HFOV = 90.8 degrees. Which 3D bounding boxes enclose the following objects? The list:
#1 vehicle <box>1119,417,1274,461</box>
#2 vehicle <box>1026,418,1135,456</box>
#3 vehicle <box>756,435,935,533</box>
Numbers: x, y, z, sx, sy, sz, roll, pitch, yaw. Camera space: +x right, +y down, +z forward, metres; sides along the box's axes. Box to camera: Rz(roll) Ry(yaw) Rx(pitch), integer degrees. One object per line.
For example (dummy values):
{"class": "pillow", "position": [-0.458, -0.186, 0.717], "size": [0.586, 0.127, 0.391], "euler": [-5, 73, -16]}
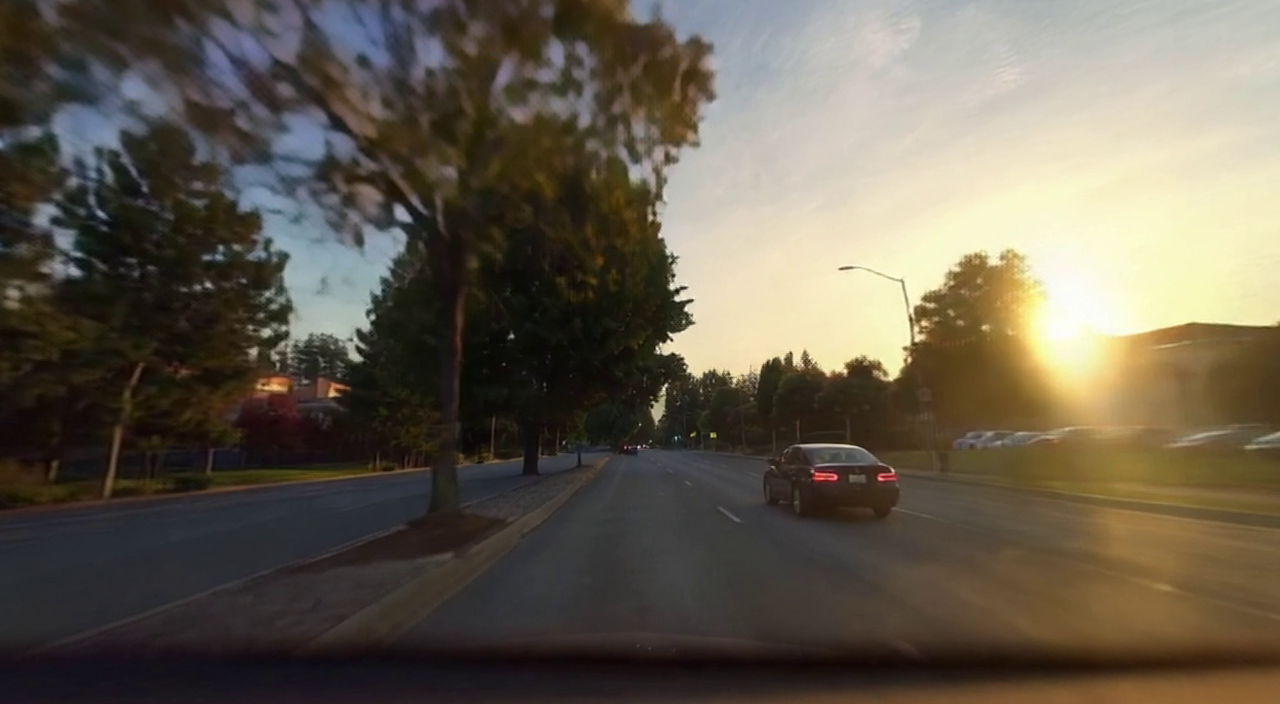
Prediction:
{"class": "vehicle", "position": [24.807, 3.927, 28.335], "size": [4.672, 1.810, 2.367], "euler": [0, -9, -1]}
{"class": "vehicle", "position": [25.683, 4.975, 36.951], "size": [4.733, 2.074, 2.022], "euler": [0, -9, -1]}
{"class": "vehicle", "position": [3.524, 2.346, 11.745], "size": [1.852, 1.453, 4.083], "euler": [0, -9, -2]}
